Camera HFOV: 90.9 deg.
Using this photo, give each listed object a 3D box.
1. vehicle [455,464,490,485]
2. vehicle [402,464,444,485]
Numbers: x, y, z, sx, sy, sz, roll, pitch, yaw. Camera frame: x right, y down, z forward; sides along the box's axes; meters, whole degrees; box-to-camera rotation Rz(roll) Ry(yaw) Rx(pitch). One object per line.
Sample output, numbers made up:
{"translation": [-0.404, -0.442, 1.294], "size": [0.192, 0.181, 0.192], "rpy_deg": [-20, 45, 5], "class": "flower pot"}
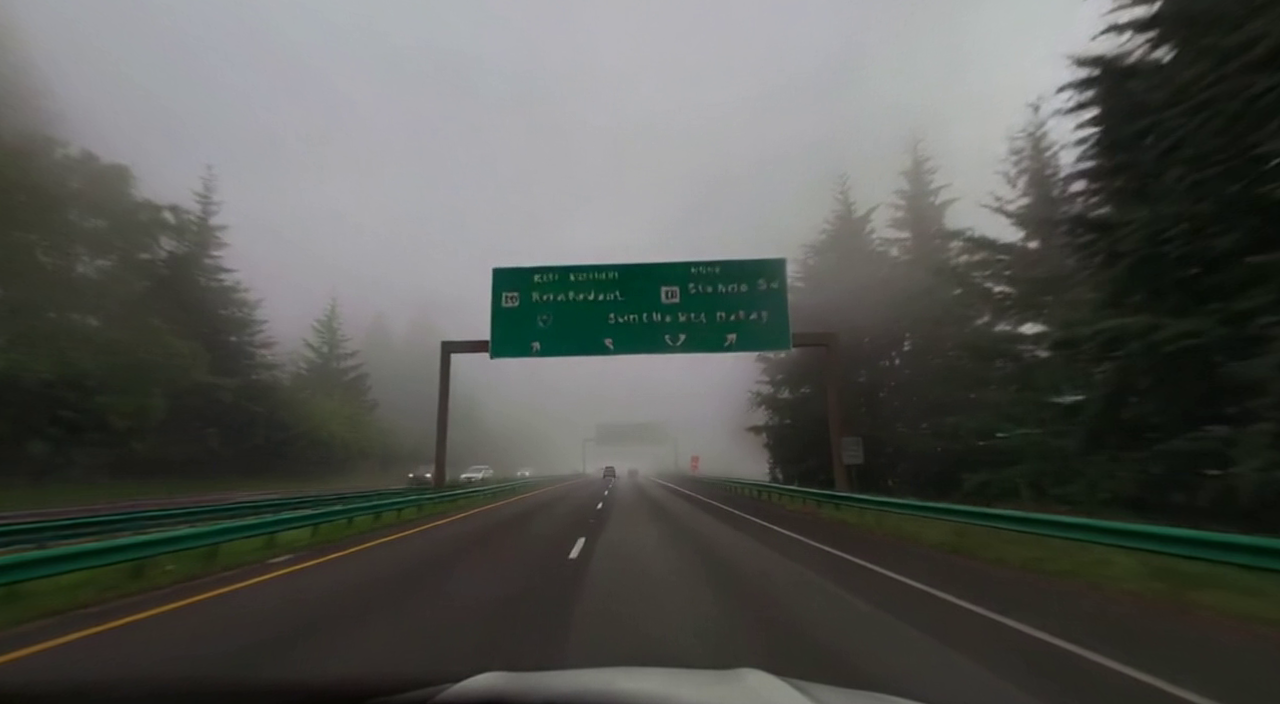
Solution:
{"translation": [-12.466, 9.142, 47.030], "size": [1.712, 1.420, 3.493], "rpy_deg": [1, -11, -1], "class": "vehicle"}
{"translation": [-16.608, 9.383, 48.397], "size": [1.773, 1.493, 4.313], "rpy_deg": [1, -11, -2], "class": "vehicle"}
